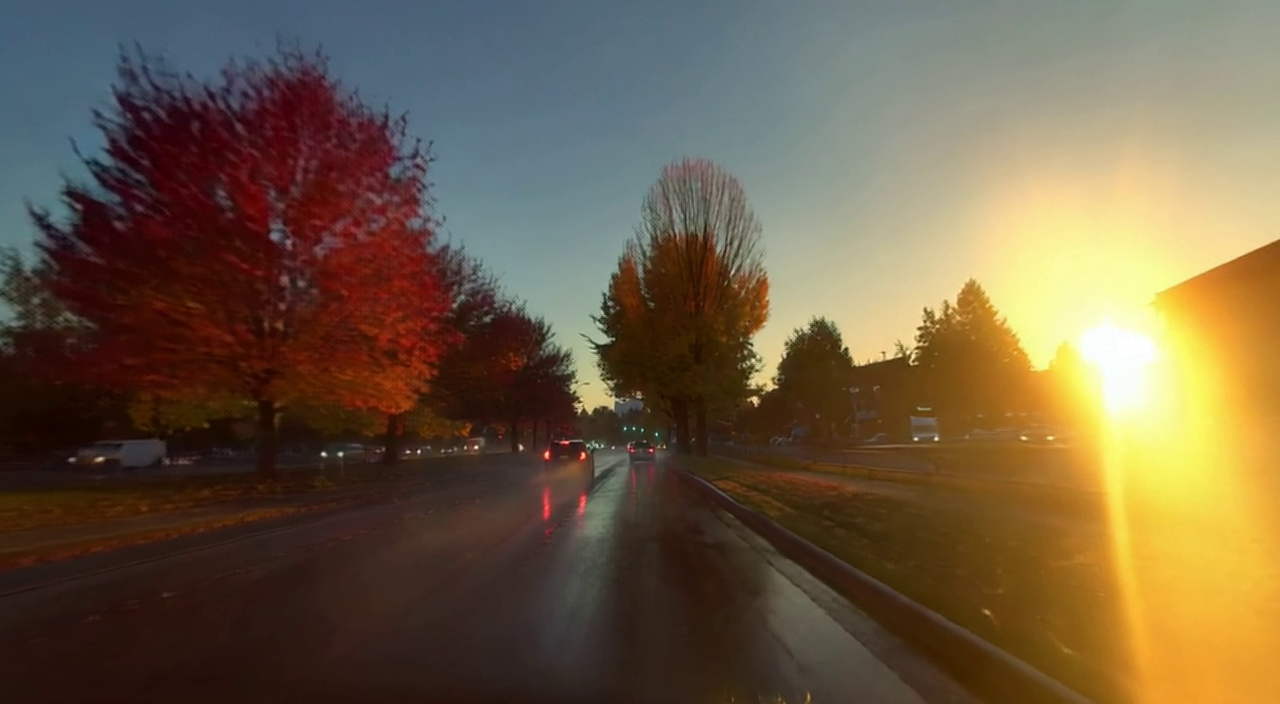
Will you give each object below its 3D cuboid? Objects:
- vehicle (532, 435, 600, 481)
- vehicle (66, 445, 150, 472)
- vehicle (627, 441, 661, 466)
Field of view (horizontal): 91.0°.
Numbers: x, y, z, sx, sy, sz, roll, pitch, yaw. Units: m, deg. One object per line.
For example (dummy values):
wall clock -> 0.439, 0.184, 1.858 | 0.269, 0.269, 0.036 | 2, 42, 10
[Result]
vehicle -> -2.909, 4.275, 25.752 | 2.197, 1.709, 4.069 | 0, -8, 1
vehicle -> -33.917, 6.775, 40.286 | 1.765, 1.618, 4.071 | 0, -8, 1
vehicle -> 0.240, 6.371, 39.658 | 2.040, 1.493, 3.682 | 0, -8, -1
